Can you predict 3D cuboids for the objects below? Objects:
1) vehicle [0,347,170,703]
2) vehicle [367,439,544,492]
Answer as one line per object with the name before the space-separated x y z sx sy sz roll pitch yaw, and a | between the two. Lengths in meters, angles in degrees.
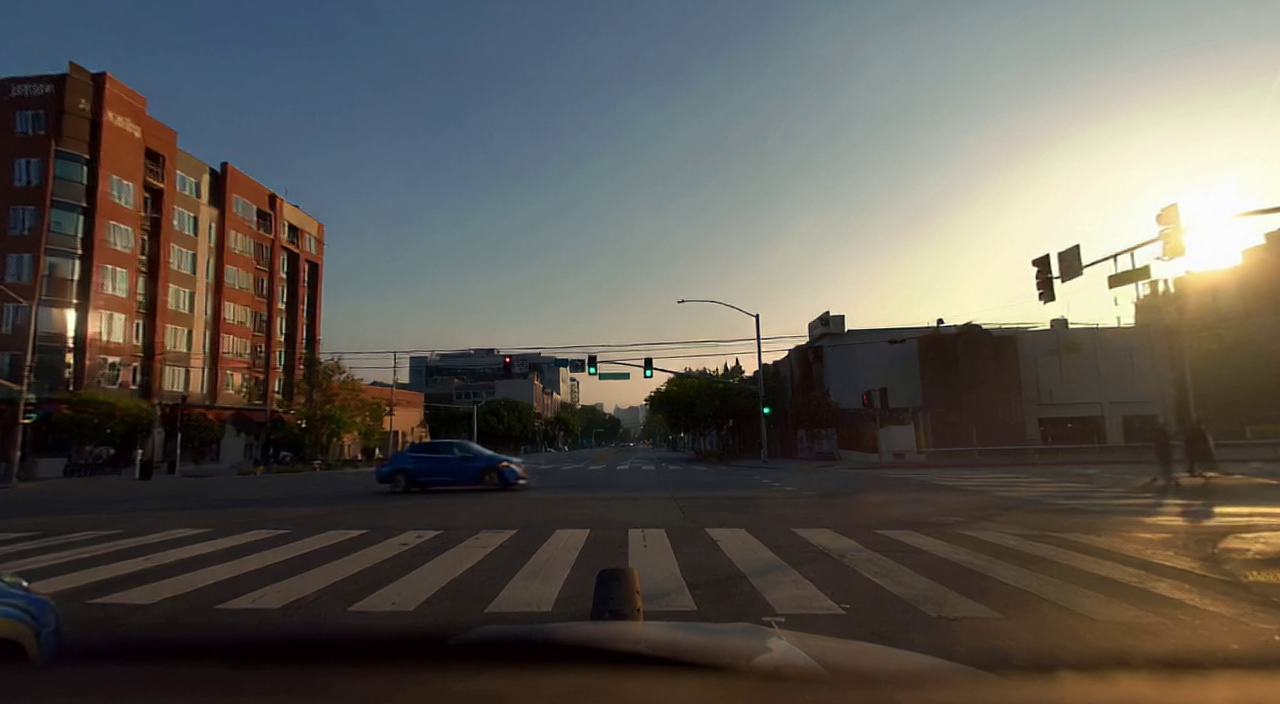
vehicle | -3.632 0.616 1.062 2.109 1.692 4.587 0 -8 0
vehicle | -5.284 3.305 18.449 4.551 1.454 1.941 0 -8 1
